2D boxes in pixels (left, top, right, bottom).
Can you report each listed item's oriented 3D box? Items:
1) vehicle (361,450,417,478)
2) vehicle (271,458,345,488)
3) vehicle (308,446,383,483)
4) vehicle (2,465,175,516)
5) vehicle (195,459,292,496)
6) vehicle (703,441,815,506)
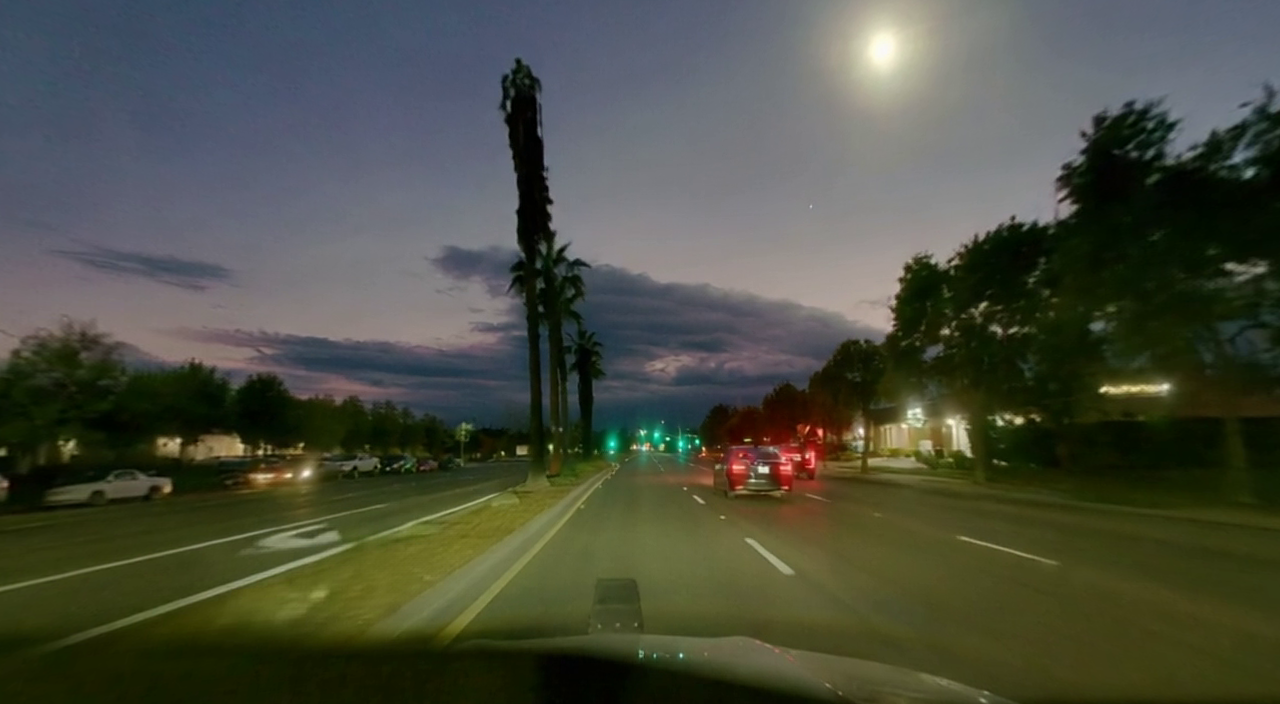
[{"bbox_3d":[-19.132,8.544,48.464,2.056,1.946,5.498,0,-9,0],"label":"vehicle"},{"bbox_3d":[-18.767,6.849,35.956,1.828,1.472,4.464,0,-9,0],"label":"vehicle"},{"bbox_3d":[-19.196,7.337,41.487,2.344,2.232,5.170,0,-9,0],"label":"vehicle"},{"bbox_3d":[-19.078,4.782,22.217,1.848,1.432,4.662,0,-9,1],"label":"vehicle"},{"bbox_3d":[-18.935,5.986,30.461,1.811,1.539,4.560,0,-9,-1],"label":"vehicle"},{"bbox_3d":[3.038,3.216,17.226,1.989,1.492,4.689,0,-9,-2],"label":"vehicle"}]
